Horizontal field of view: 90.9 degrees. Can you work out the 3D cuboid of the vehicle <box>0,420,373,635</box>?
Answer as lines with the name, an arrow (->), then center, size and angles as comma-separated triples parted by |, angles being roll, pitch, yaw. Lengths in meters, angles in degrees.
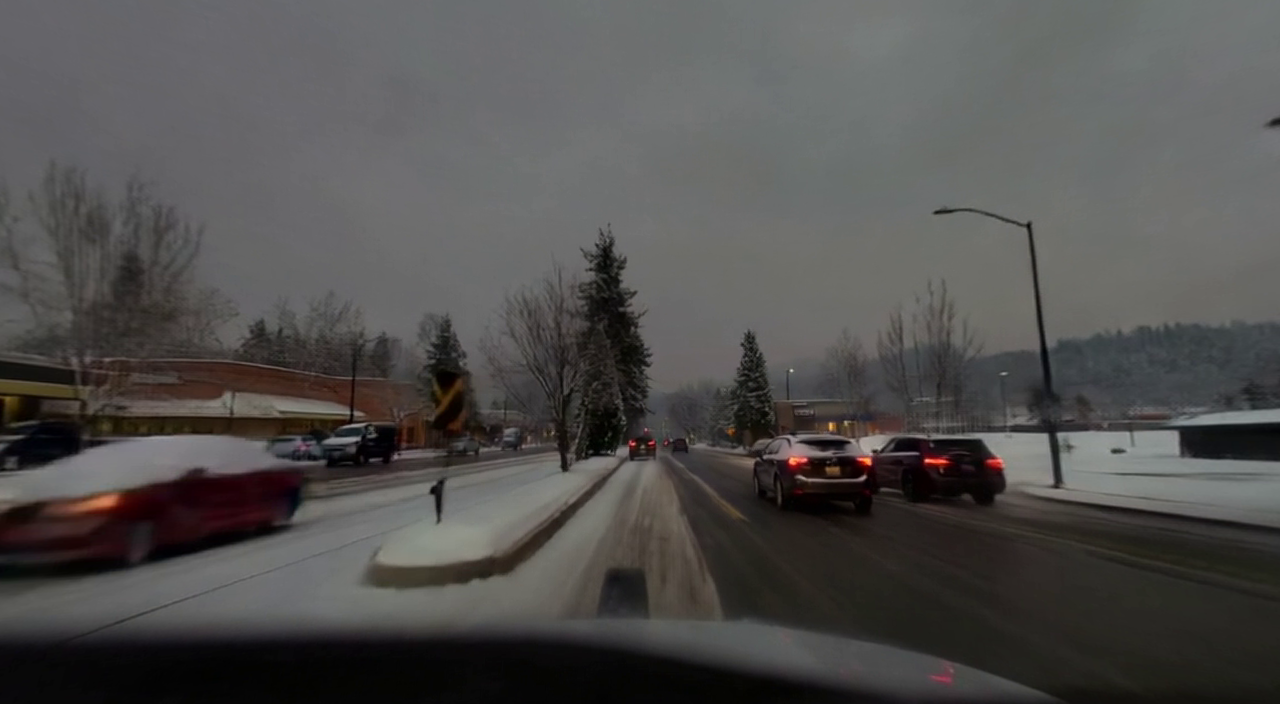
vehicle -> -4.792, 1.512, 6.546 | 2.084, 1.415, 4.580 | 0, -8, -1

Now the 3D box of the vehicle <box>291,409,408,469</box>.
vehicle -> -18.559, 5.750, 41.293 | 2.935, 3.431, 9.380 | -1, -9, 2

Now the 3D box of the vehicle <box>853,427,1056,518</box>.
vehicle -> 6.914, 2.684, 14.650 | 2.134, 1.738, 4.833 | 0, -8, -1

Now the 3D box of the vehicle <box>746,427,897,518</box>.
vehicle -> 3.688, 2.524, 13.652 | 2.072, 1.669, 3.836 | 0, -8, 0
